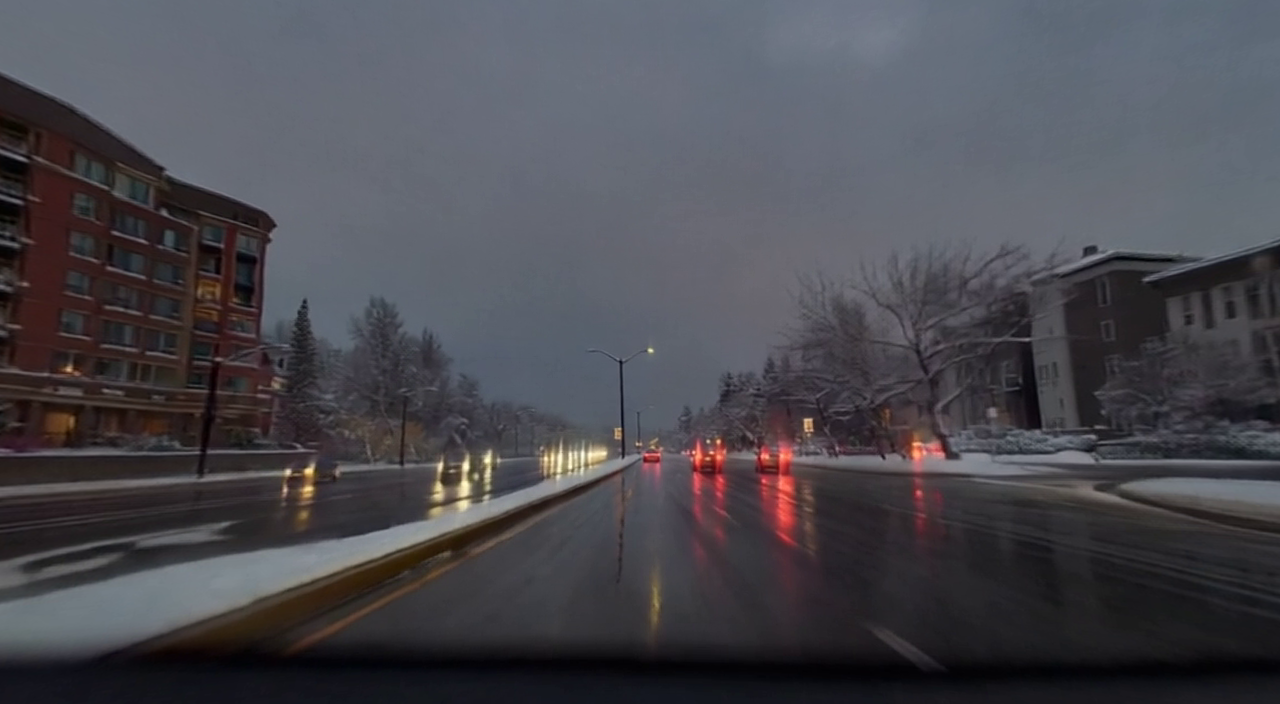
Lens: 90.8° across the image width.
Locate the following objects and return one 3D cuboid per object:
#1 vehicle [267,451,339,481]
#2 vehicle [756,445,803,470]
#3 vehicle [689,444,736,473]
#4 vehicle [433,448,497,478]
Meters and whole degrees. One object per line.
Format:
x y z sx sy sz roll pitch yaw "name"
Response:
-21.205 7.174 40.017 1.995 1.684 4.487 -1 -9 2 "vehicle"
8.579 6.519 39.234 1.932 1.439 4.159 0 -9 0 "vehicle"
3.979 5.941 35.447 2.020 1.479 4.650 0 -9 -1 "vehicle"
-9.439 6.035 34.565 2.012 1.520 4.645 -1 -9 2 "vehicle"
